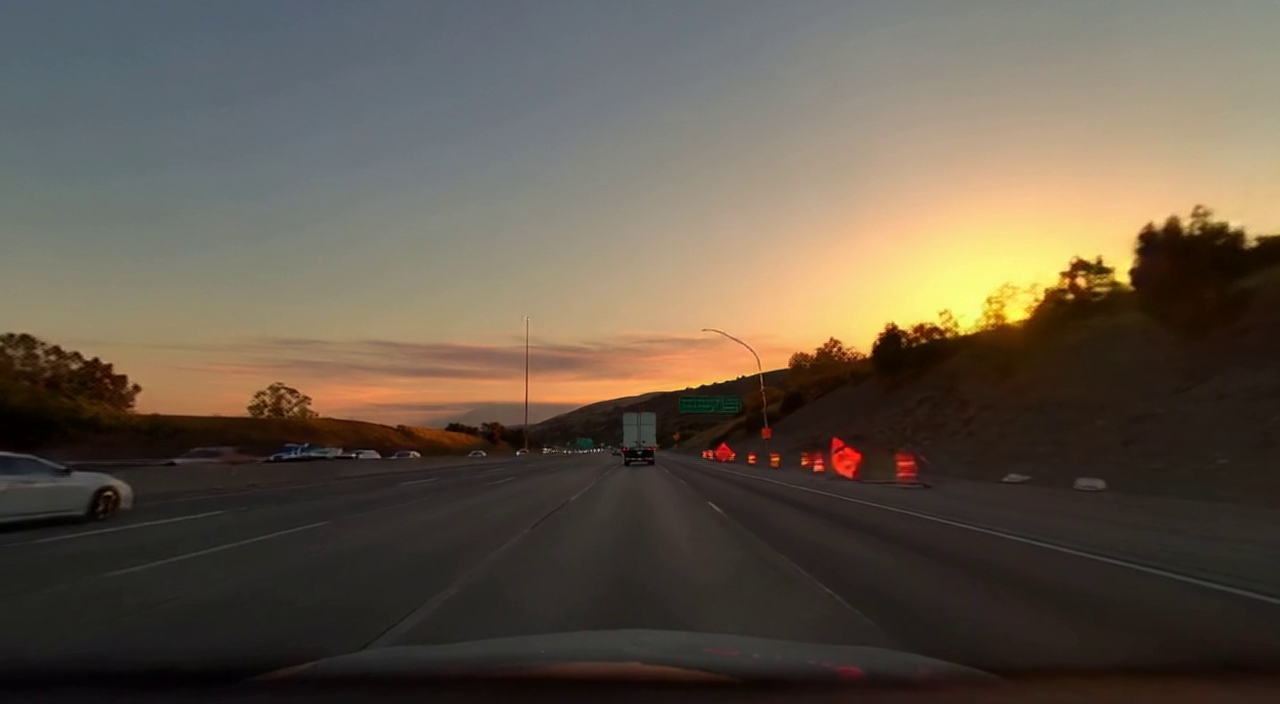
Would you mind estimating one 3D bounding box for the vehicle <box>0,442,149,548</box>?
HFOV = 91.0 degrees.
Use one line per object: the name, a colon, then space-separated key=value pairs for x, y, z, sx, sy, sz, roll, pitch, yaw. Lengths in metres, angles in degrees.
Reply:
vehicle: x=-10.396 y=2.122 z=9.411 sx=2.096 sy=1.538 sz=4.998 roll=0 pitch=-9 yaw=0
